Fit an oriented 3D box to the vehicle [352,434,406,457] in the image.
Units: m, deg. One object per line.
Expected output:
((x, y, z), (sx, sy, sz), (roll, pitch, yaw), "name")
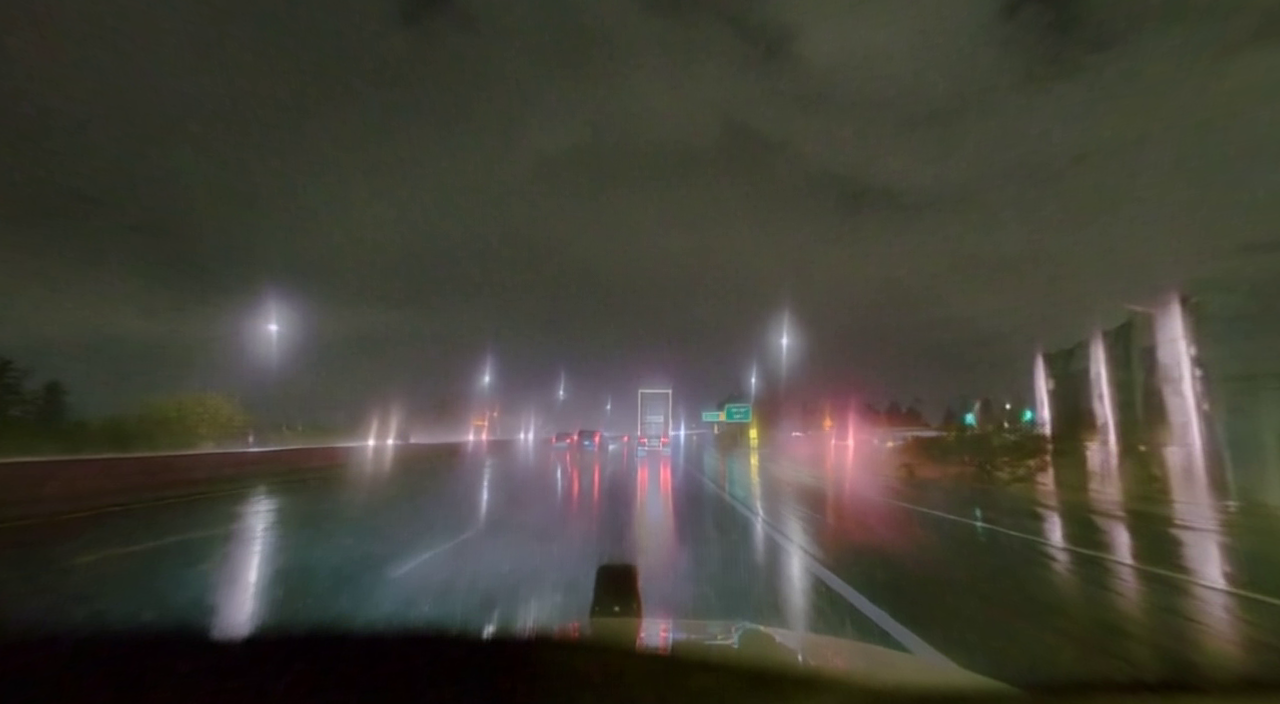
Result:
((-18.866, 6.745, 45.583), (1.879, 1.549, 4.119), (-1, -8, 4), "vehicle")

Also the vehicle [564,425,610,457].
((-3.088, 5.309, 37.495), (2.119, 1.787, 4.655), (-1, -8, 3), "vehicle")

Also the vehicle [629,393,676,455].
((0.970, 5.354, 45.995), (3.024, 4.019, 10.605), (0, -8, 2), "vehicle")
